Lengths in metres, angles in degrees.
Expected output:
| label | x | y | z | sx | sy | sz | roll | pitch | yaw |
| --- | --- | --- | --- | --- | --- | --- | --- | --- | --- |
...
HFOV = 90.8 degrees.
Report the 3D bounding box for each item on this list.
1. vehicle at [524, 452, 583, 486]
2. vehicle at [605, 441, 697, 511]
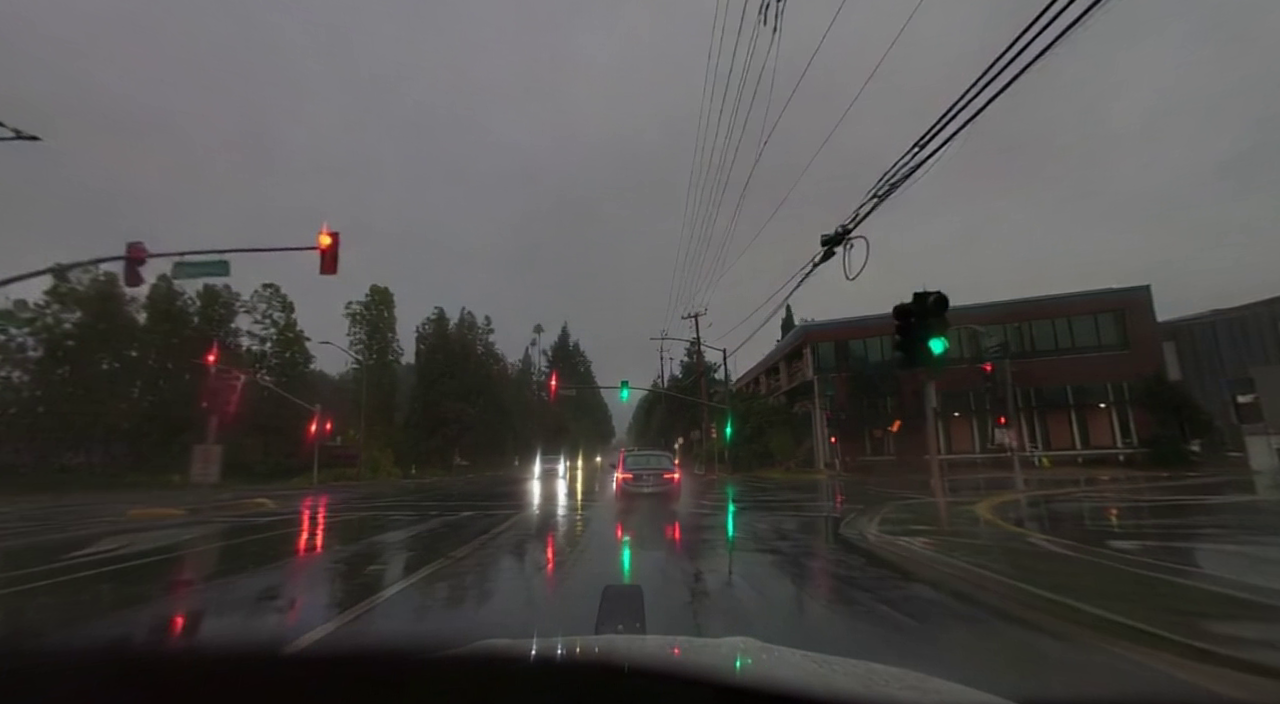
| label | x | y | z | sx | sy | sz | roll | pitch | yaw |
| --- | --- | --- | --- | --- | --- | --- | --- | --- | --- |
| vehicle | -4.074 | 5.623 | 30.592 | 2.153 | 1.474 | 4.284 | 0 | -9 | 1 |
| vehicle | 0.250 | 3.227 | 16.943 | 2.156 | 1.636 | 3.923 | 0 | -9 | 0 |
